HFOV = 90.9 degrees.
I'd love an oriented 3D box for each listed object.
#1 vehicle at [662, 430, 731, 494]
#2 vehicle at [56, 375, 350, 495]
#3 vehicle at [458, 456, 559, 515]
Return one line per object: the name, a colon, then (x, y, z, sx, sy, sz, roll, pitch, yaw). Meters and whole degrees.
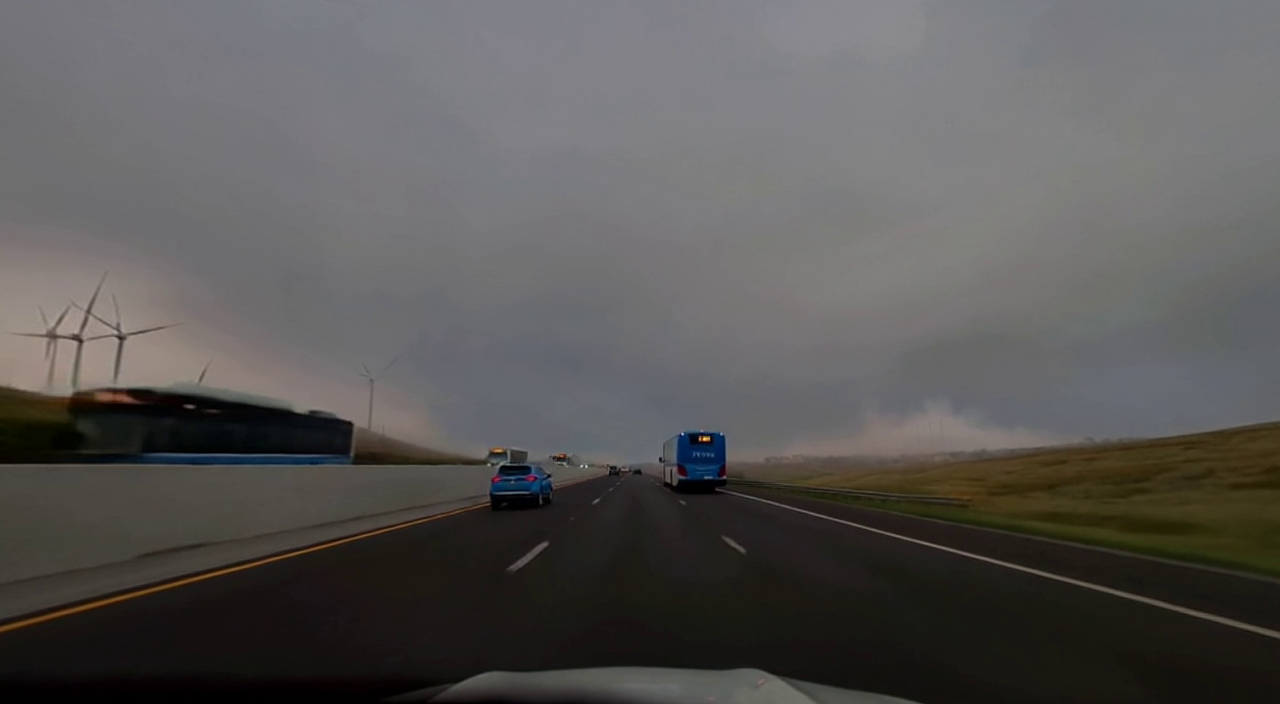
vehicle: (3.478, 7.618, 43.150, 2.941, 3.574, 14.463, 1, -10, -2)
vehicle: (-19.172, 4.402, 30.427, 2.910, 4.247, 16.020, 1, -10, -1)
vehicle: (-3.899, 4.088, 19.530, 2.213, 1.568, 4.274, 1, -10, 0)
